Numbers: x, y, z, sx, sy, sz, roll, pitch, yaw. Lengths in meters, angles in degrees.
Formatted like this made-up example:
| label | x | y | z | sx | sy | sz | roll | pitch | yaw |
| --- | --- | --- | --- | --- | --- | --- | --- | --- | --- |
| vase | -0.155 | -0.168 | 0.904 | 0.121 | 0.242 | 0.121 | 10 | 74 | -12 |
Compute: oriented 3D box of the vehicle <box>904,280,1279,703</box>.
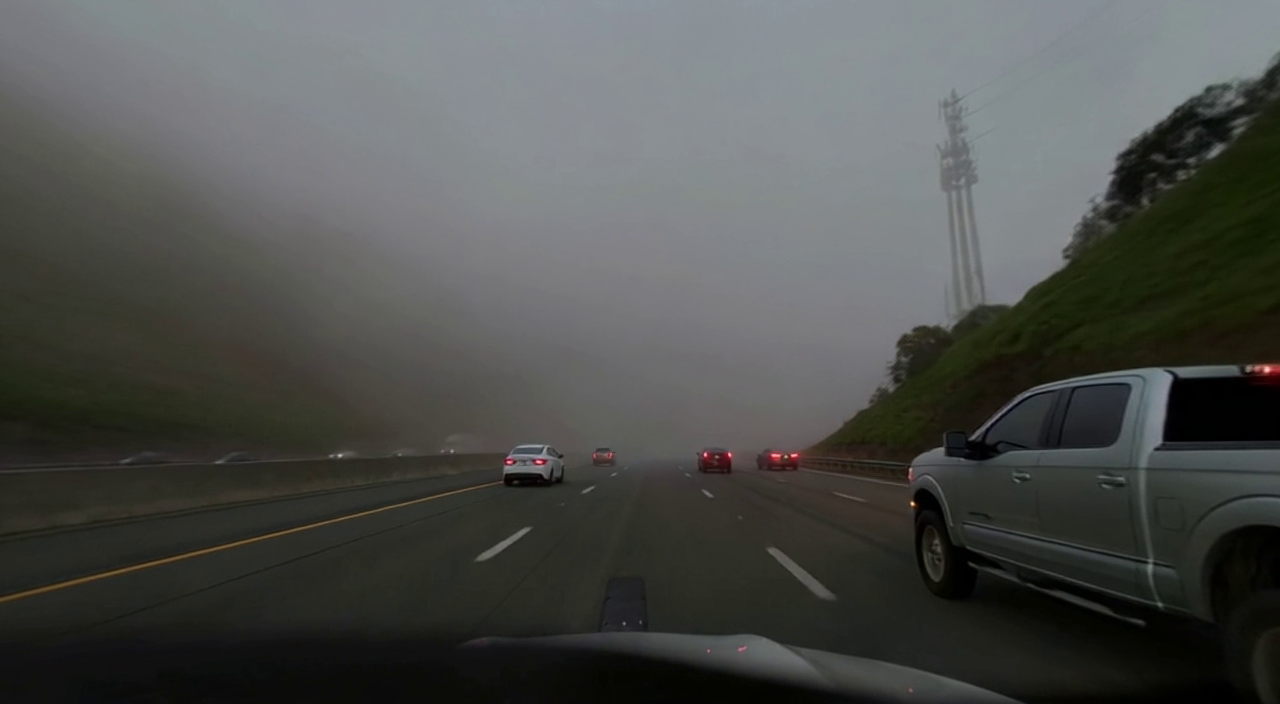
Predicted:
| label | x | y | z | sx | sy | sz | roll | pitch | yaw |
| --- | --- | --- | --- | --- | --- | --- | --- | --- | --- |
| vehicle | 3.476 | 0.811 | 3.141 | 2.098 | 1.925 | 5.171 | 0 | -9 | 1 |

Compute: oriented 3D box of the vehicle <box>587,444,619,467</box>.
| label | x | y | z | sx | sy | sz | roll | pitch | yaw |
| --- | --- | --- | --- | --- | --- | --- | --- | --- | --- |
| vehicle | -2.785 | 7.941 | 48.771 | 2.021 | 1.679 | 4.310 | -1 | -9 | 3 |

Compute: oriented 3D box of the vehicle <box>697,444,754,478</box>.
| label | x | y | z | sx | sy | sz | roll | pitch | yaw |
| --- | --- | --- | --- | --- | --- | --- | --- | --- | --- |
| vehicle | 3.923 | 5.057 | 29.586 | 2.046 | 1.471 | 4.333 | 0 | -9 | 0 |

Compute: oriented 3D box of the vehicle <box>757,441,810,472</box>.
| label | x | y | z | sx | sy | sz | roll | pitch | yaw |
| --- | --- | --- | --- | --- | --- | --- | --- | --- | --- |
| vehicle | 8.186 | 5.977 | 36.388 | 1.986 | 1.633 | 4.430 | 0 | -9 | 0 |

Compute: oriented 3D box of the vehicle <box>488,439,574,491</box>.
| label | x | y | z | sx | sy | sz | roll | pitch | yaw |
| --- | --- | --- | --- | --- | --- | --- | --- | --- | --- |
| vehicle | -3.688 | 3.924 | 22.304 | 2.113 | 1.636 | 4.494 | -1 | -9 | 2 |
